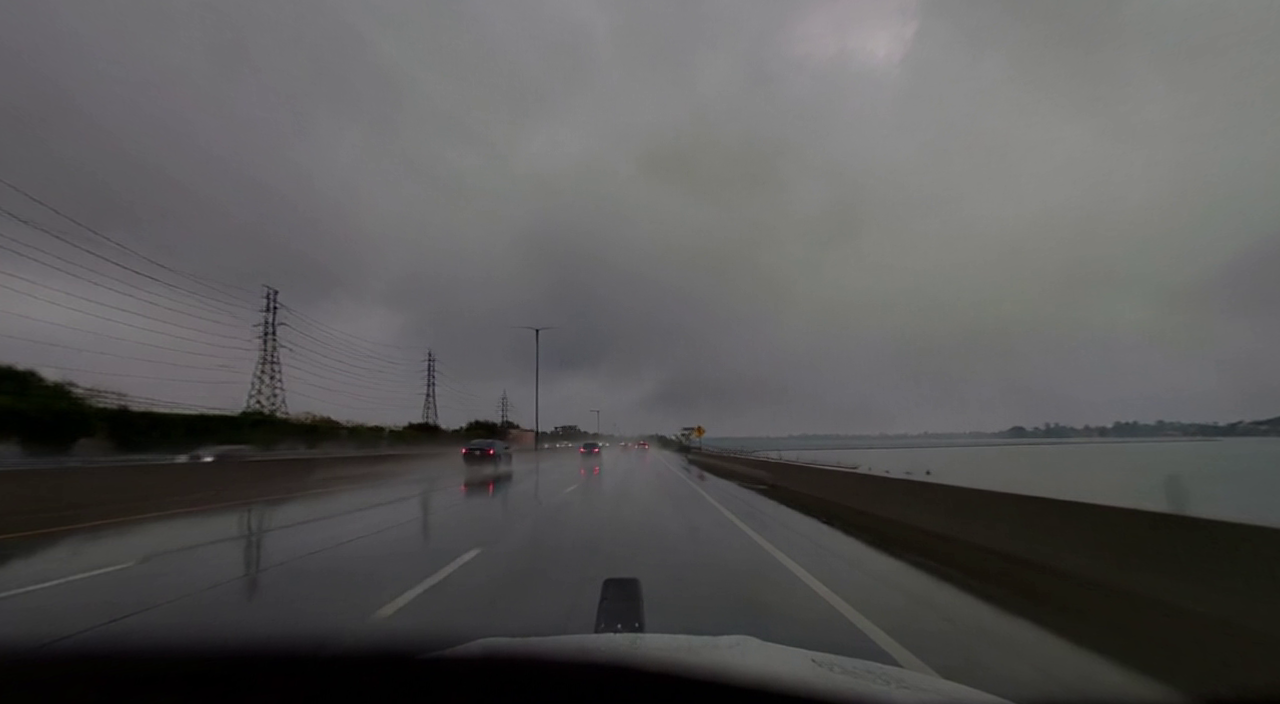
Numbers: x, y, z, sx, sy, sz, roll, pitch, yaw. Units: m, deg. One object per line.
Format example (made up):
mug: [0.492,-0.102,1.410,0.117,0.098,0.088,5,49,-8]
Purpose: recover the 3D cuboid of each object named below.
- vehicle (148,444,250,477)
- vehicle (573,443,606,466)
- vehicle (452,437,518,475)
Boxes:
vehicle: [-22.491,5.527,32.451,1.865,1.520,4.576,0,-8,0]
vehicle: [-3.452,7.084,43.920,1.957,1.494,4.207,0,-8,1]
vehicle: [-7.491,5.058,30.943,2.050,1.717,4.418,0,-8,1]
